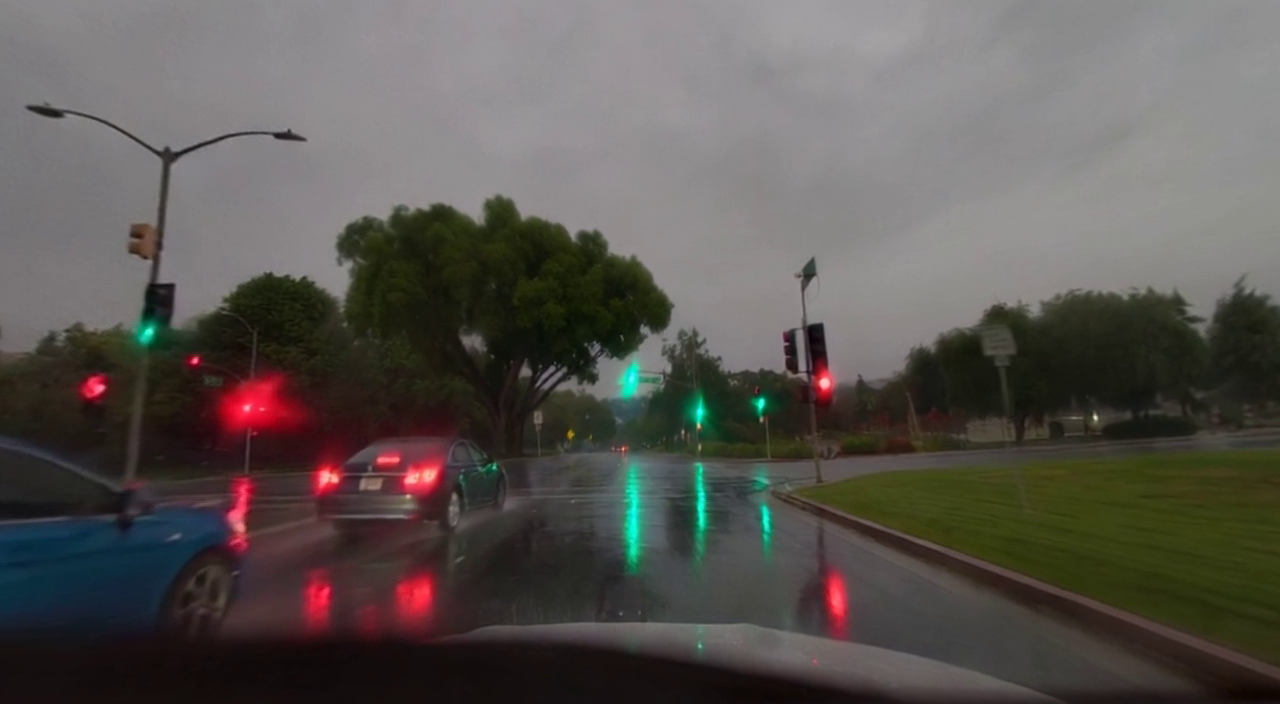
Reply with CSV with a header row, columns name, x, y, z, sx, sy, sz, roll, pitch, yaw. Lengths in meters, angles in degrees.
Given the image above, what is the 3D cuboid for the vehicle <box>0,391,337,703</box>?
name,x,y,z,sx,sy,sz,roll,pitch,yaw
vehicle,-3.441,0.936,2.623,2.038,1.486,4.678,0,-9,0

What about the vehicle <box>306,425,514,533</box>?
name,x,y,z,sx,sy,sz,roll,pitch,yaw
vehicle,-3.701,2.140,11.228,1.980,1.508,4.502,0,-9,0
